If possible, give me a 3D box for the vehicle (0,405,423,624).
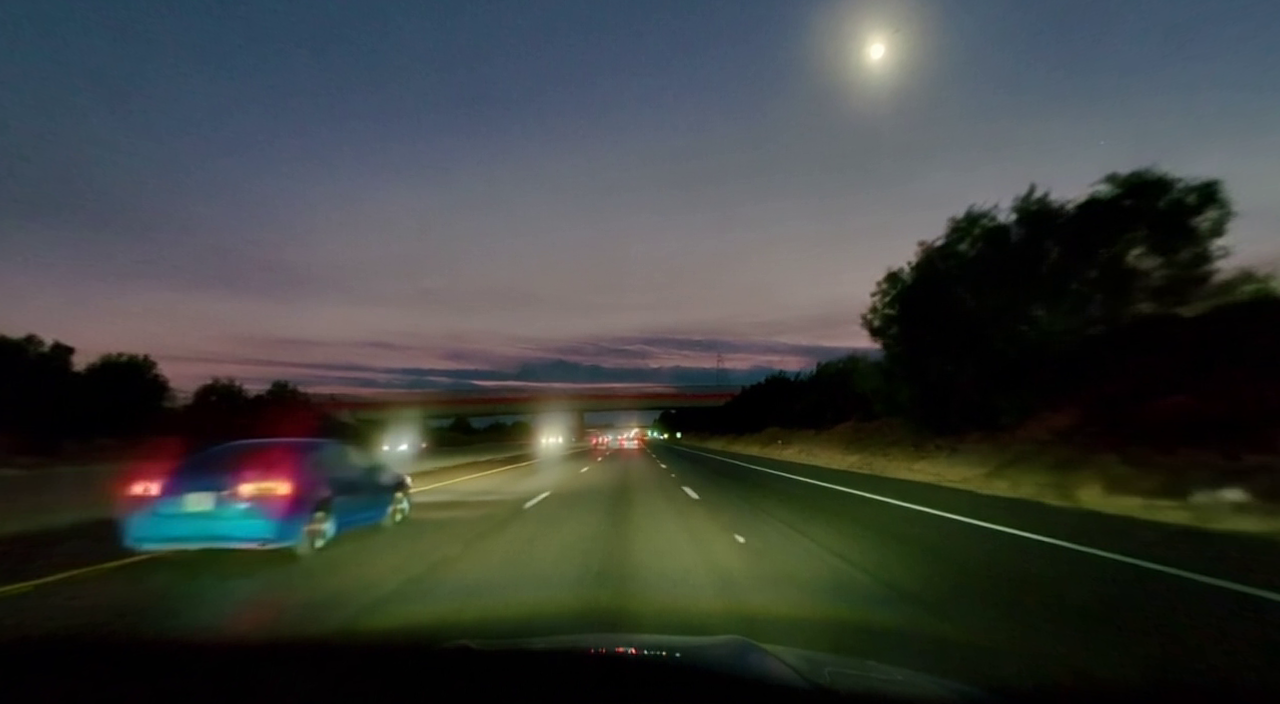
[{"bbox_3d":[-4.128,1.458,6.753,2.074,1.535,4.437,0,-8,-1],"label":"vehicle"}]
